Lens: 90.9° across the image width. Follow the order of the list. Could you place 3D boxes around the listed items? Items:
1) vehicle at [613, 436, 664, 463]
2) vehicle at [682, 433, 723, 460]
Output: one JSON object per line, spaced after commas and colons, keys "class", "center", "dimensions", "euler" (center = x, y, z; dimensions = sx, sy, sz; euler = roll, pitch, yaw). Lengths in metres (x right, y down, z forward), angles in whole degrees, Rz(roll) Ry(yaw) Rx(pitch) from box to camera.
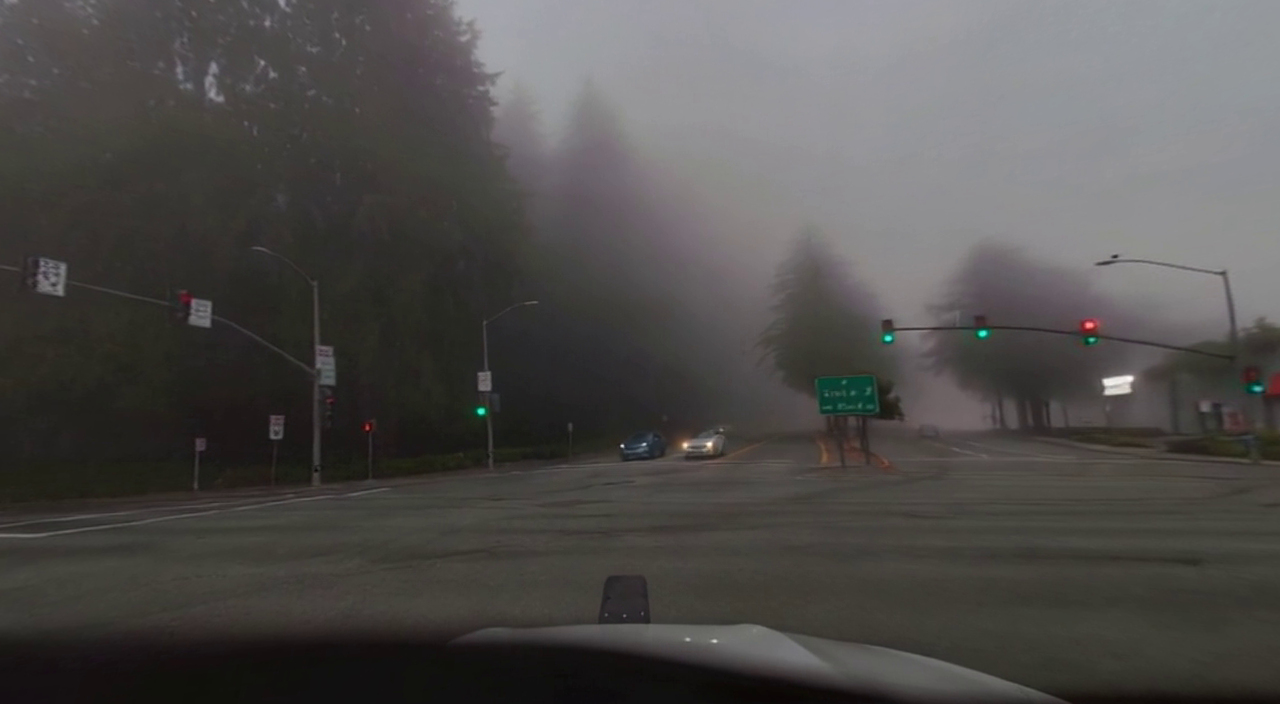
{"class": "vehicle", "center": [-0.019, 5.869, 38.197], "dimensions": [2.111, 1.499, 4.371], "euler": [-2, -8, 13]}
{"class": "vehicle", "center": [3.849, 5.709, 38.275], "dimensions": [1.920, 1.546, 4.086], "euler": [-2, -8, 14]}
